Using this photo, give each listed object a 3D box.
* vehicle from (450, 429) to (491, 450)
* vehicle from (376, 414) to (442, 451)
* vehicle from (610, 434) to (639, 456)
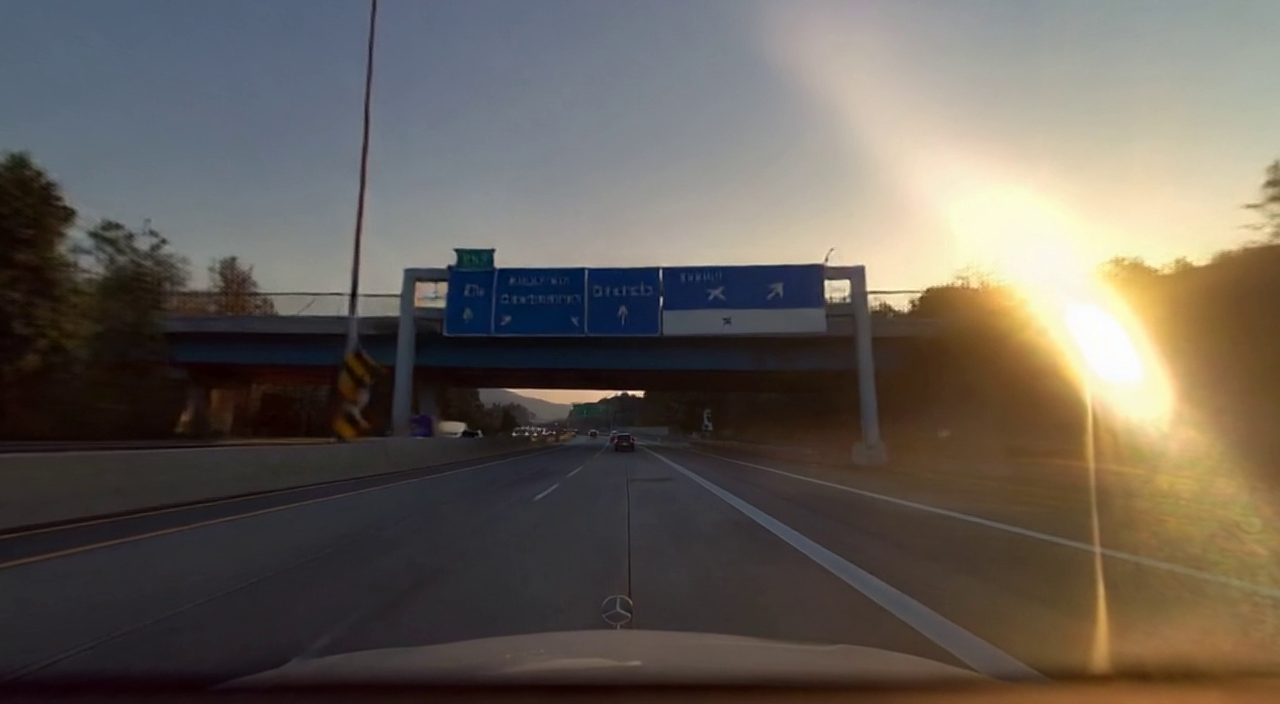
[{"bbox_3d":[-13.175,6.855,49.275,1.927,1.559,4.766,0,-8,-1],"label":"vehicle"},{"bbox_3d":[-17.566,6.211,48.334,2.504,2.564,6.827,0,-8,-1],"label":"vehicle"},{"bbox_3d":[-1.162,6.817,46.367,2.025,1.519,3.924,0,-8,-2],"label":"vehicle"}]
